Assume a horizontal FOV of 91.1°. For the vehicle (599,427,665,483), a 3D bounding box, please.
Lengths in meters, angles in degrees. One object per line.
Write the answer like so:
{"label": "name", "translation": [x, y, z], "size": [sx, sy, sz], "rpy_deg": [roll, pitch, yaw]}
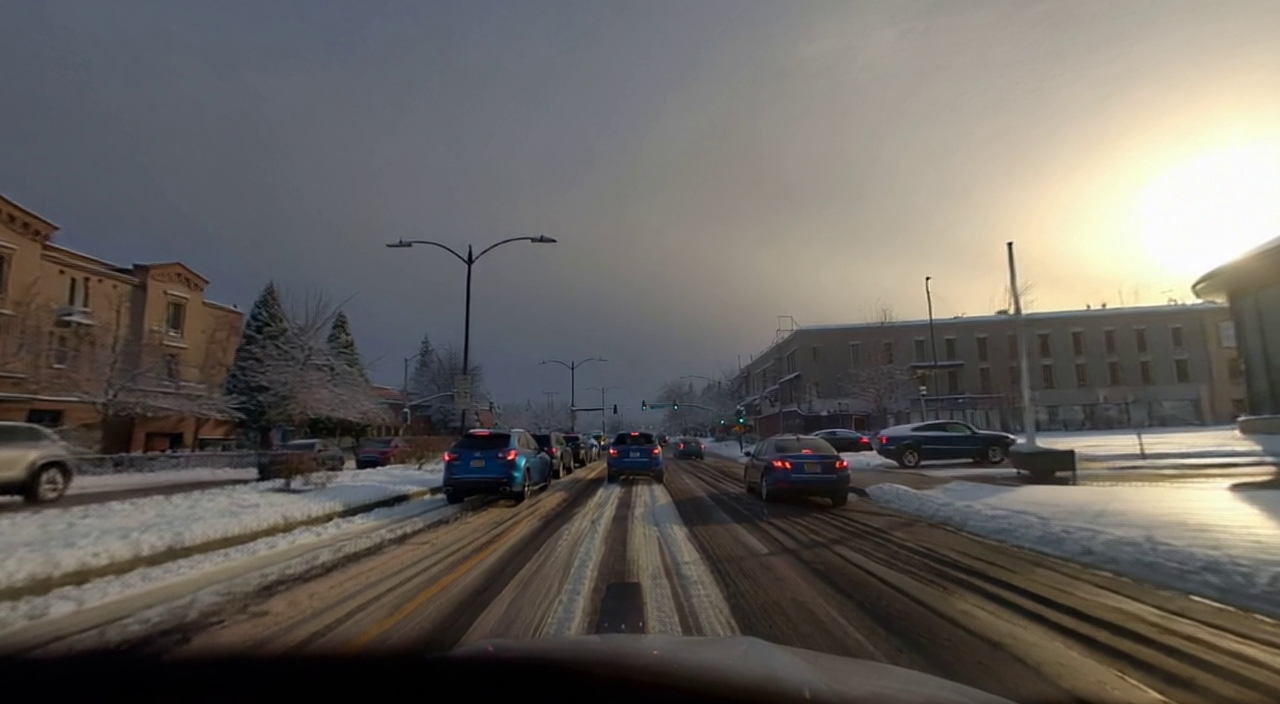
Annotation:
{"label": "vehicle", "translation": [-0.201, 3.483, 21.484], "size": [2.022, 1.700, 4.084], "rpy_deg": [0, -8, 1]}

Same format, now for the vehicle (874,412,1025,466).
{"label": "vehicle", "translation": [12.420, 3.544, 25.460], "size": [4.991, 1.978, 2.090], "rpy_deg": [-8, -12, 43]}

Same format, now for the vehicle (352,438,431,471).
{"label": "vehicle", "translation": [-12.180, 5.055, 31.136], "size": [1.924, 1.511, 4.640], "rpy_deg": [0, -8, 1]}

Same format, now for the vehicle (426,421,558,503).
{"label": "vehicle", "translation": [-3.399, 2.634, 15.428], "size": [2.047, 1.710, 4.314], "rpy_deg": [0, -8, 2]}

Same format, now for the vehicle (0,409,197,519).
{"label": "vehicle", "translation": [-12.292, 2.243, 12.861], "size": [2.245, 1.908, 5.613], "rpy_deg": [0, -8, 1]}

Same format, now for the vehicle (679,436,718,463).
{"label": "vehicle", "translation": [3.352, 5.678, 36.671], "size": [1.948, 1.475, 4.093], "rpy_deg": [0, -8, 0]}

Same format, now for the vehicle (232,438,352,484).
{"label": "vehicle", "translation": [-12.380, 3.889, 22.712], "size": [1.843, 1.509, 4.301], "rpy_deg": [0, -8, 1]}

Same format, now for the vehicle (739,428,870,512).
{"label": "vehicle", "translation": [3.411, 2.516, 13.824], "size": [1.847, 1.554, 3.885], "rpy_deg": [0, -8, 1]}
